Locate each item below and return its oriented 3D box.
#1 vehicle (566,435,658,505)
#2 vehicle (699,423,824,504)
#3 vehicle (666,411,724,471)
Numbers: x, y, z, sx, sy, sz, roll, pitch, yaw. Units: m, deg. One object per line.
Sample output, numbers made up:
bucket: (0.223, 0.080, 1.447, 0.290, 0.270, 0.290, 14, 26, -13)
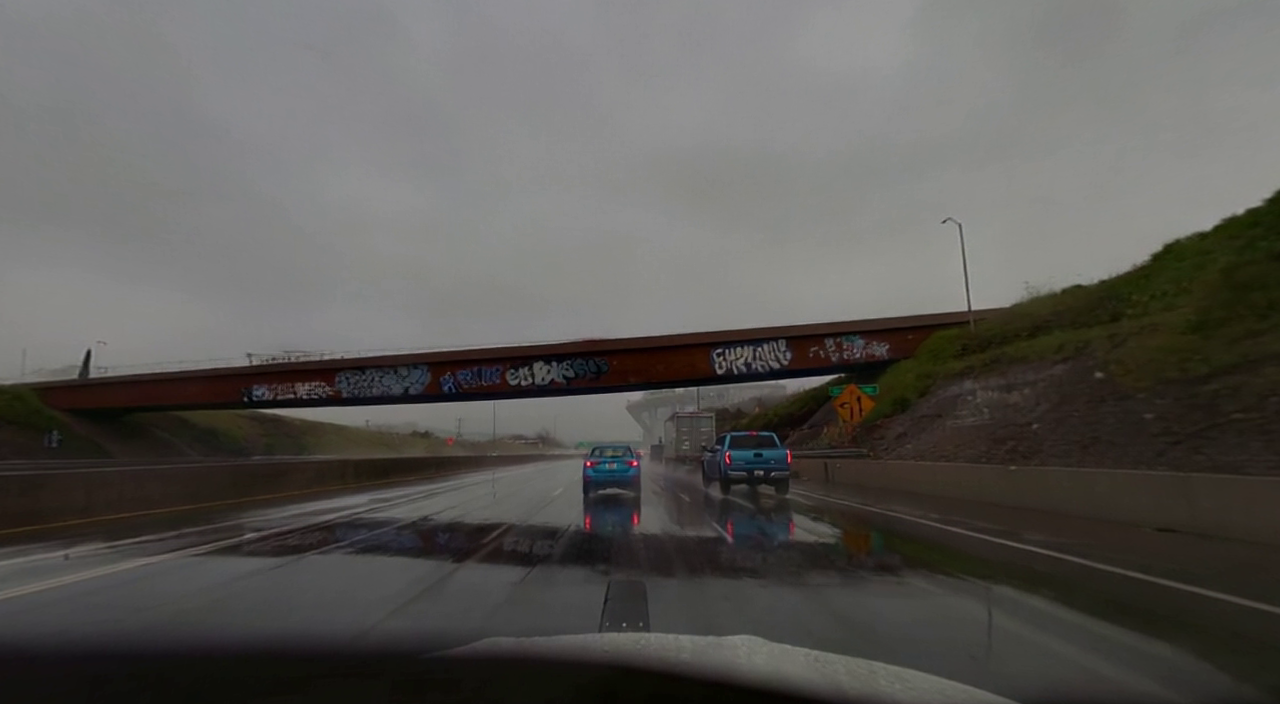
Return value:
vehicle: (-0.701, 3.120, 17.104, 2.193, 1.651, 3.946, 0, -8, -1)
vehicle: (3.196, 3.117, 18.152, 2.311, 1.922, 5.977, 0, -8, -1)
vehicle: (3.320, 5.681, 40.119, 2.873, 3.408, 7.323, 0, -8, -1)
